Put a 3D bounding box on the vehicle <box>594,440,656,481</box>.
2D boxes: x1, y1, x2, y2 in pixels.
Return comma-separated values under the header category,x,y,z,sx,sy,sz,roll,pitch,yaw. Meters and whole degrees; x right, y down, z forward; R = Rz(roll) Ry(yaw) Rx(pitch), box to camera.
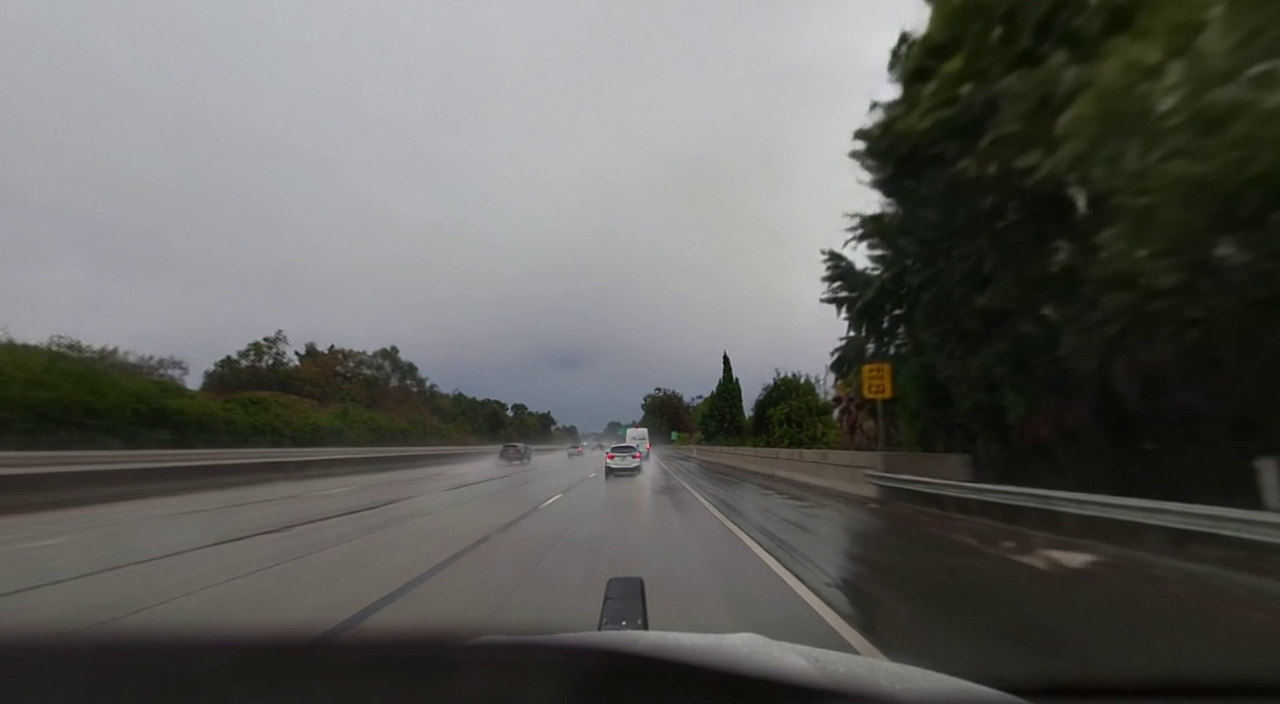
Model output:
category,x,y,z,sx,sy,sz,roll,pitch,yaw
vehicle,-0.536,4.185,24.537,2.238,1.479,3.672,0,-9,0
